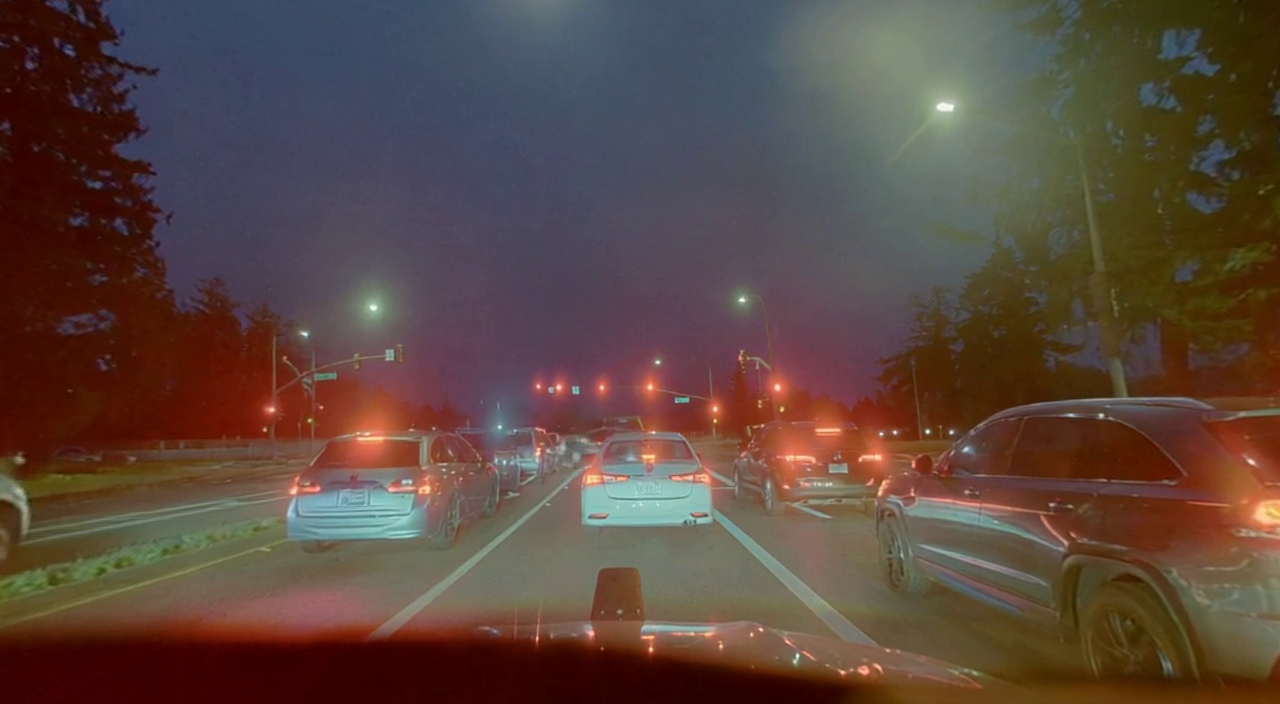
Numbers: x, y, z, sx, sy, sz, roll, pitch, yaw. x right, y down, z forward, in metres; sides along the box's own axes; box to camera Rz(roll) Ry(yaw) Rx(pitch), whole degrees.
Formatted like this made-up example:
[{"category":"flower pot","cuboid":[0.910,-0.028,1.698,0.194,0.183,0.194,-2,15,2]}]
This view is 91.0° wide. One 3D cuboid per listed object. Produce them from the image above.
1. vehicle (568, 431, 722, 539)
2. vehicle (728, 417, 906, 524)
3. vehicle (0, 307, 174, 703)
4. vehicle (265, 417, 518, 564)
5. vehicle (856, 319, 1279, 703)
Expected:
[{"category":"vehicle","cuboid":[0.003,2.070,10.422,2.076,1.438,3.770,0,-8,-2]},{"category":"vehicle","cuboid":[3.076,2.168,12.018,2.106,1.667,4.101,0,-8,-1]},{"category":"vehicle","cuboid":[-3.208,0.494,0.603,2.079,1.756,4.676,0,-8,-3]},{"category":"vehicle","cuboid":[-3.056,1.786,8.912,1.896,1.546,4.378,0,-8,-2]},{"category":"vehicle","cuboid":[3.148,0.979,3.737,2.074,1.685,4.387,0,-8,-1]}]
